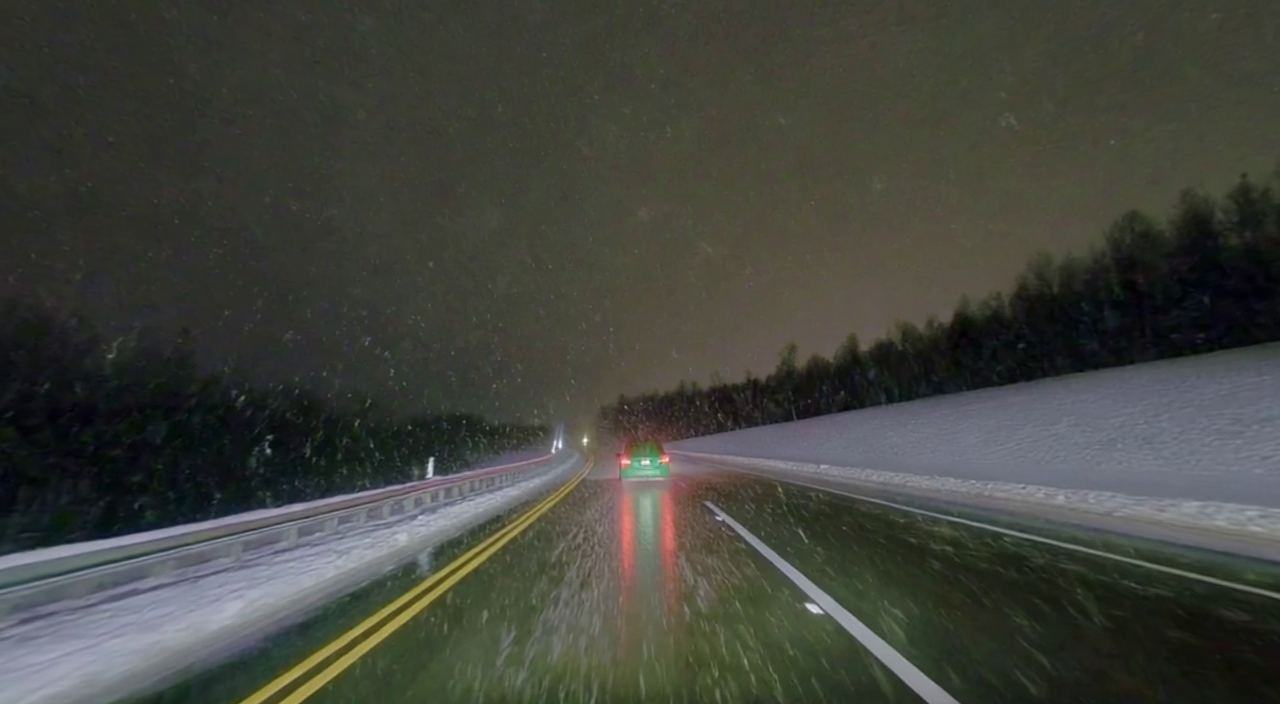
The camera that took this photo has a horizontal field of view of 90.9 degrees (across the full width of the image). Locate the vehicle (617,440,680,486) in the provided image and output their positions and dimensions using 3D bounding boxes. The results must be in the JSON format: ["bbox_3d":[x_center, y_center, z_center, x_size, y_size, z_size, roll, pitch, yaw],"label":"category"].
[{"bbox_3d":[0.207,3.911,22.591,2.029,1.474,4.183,0,-9,-2],"label":"vehicle"}]
